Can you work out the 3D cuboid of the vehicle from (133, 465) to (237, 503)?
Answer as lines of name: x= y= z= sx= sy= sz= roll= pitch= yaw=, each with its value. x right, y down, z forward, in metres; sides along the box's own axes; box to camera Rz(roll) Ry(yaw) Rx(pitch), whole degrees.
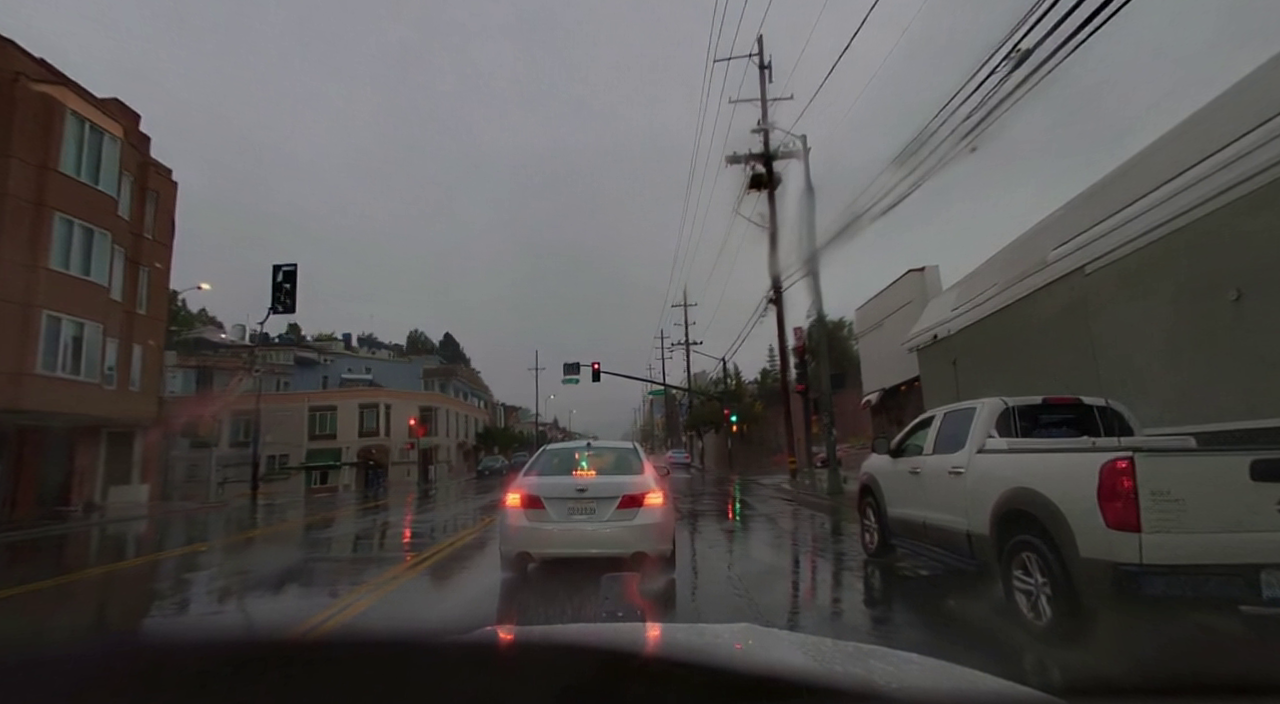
vehicle: x=-25.386 y=7.371 z=35.346 sx=4.337 sy=1.739 sz=1.981 roll=-5 pitch=-11 yaw=1

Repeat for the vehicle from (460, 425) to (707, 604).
vehicle: x=-0.490 y=1.642 z=7.311 sx=2.019 sy=1.453 sz=4.129 roll=0 pitch=-8 yaw=-1

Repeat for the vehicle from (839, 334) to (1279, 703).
vehicle: x=3.820 y=1.230 z=5.912 sx=2.248 sy=1.945 sz=5.011 roll=0 pitch=-8 yaw=0

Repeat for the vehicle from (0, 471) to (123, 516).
vehicle: x=-24.780 y=6.032 z=26.975 sx=3.891 sy=1.538 sz=1.698 roll=-5 pitch=-11 yaw=0
